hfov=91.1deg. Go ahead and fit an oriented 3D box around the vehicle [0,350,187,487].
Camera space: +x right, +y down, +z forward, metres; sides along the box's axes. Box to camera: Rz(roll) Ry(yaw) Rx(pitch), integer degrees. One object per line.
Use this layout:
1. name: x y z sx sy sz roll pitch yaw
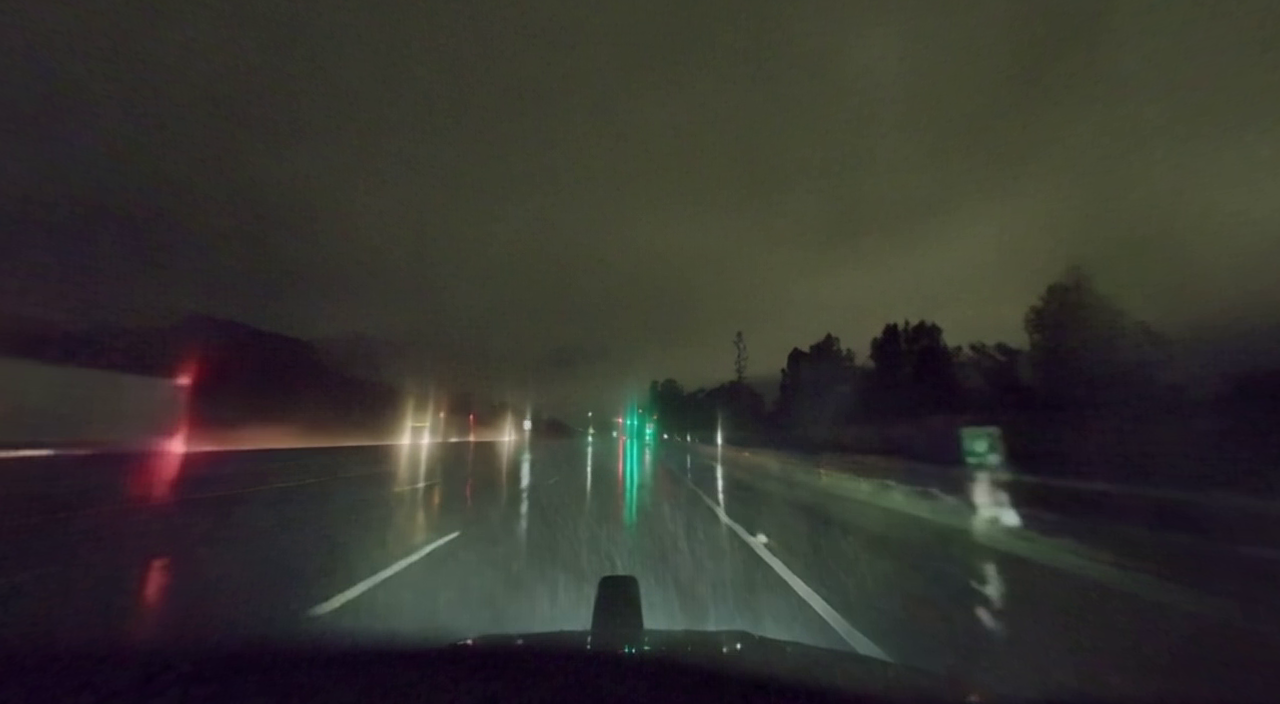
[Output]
1. vehicle: -20.063 2.369 21.429 2.880 3.962 8.395 0 -8 0
